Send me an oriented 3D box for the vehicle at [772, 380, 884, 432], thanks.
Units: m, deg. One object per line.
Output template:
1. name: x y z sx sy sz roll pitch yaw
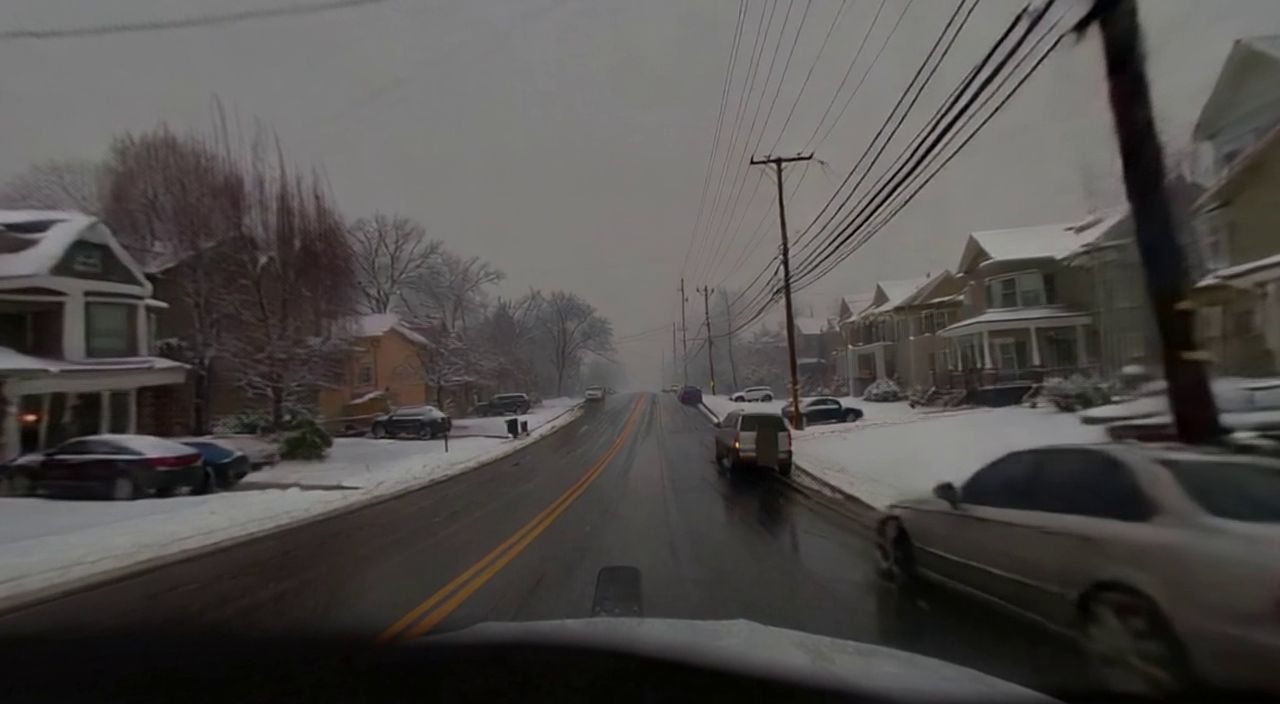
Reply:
1. vehicle: 9.069 2.679 30.688 4.622 1.826 2.065 -8 -8 1

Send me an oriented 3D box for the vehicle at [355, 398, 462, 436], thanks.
1. vehicle: -11.520 3.289 31.469 4.525 1.797 2.024 -1 -8 5

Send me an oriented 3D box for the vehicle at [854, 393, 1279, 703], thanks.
1. vehicle: 3.112 1.160 4.129 2.063 1.503 4.415 -1 -8 3

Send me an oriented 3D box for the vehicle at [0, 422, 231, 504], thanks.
1. vehicle: -11.825 2.410 13.909 4.236 1.654 1.745 0 -8 -4

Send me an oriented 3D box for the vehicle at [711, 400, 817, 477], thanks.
1. vehicle: 3.515 2.440 18.867 2.211 1.860 4.813 0 -3 0
